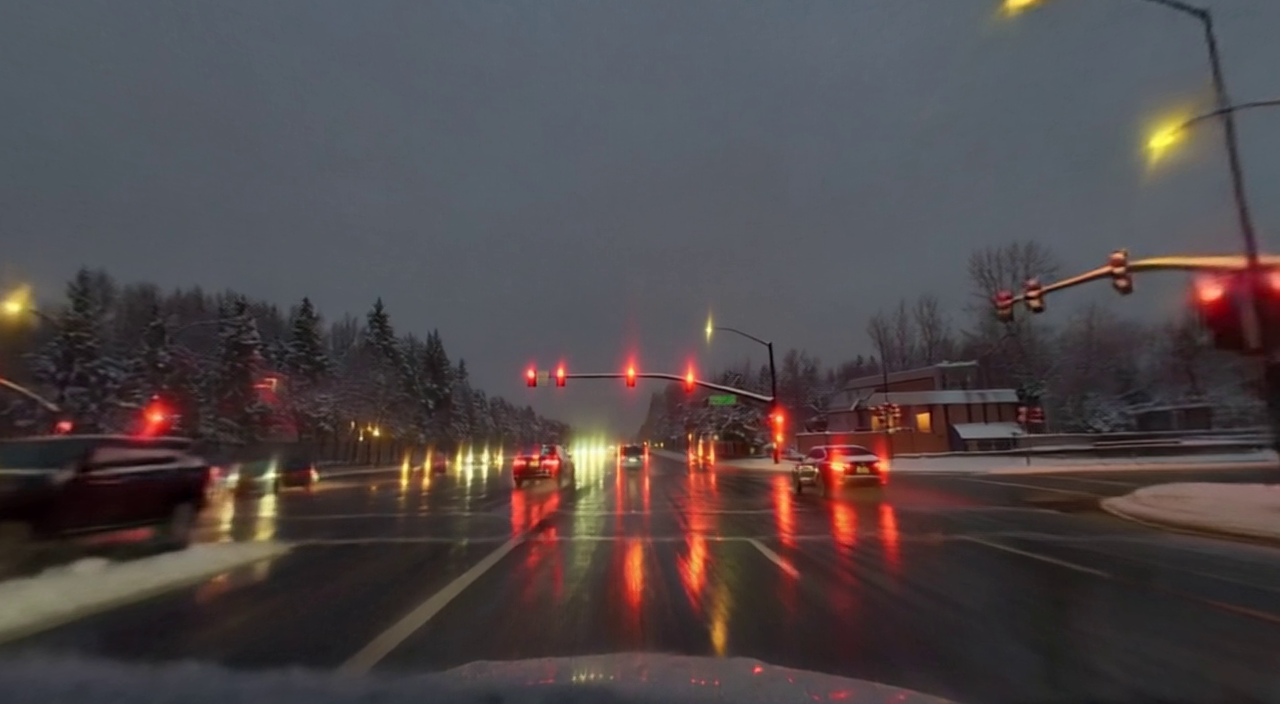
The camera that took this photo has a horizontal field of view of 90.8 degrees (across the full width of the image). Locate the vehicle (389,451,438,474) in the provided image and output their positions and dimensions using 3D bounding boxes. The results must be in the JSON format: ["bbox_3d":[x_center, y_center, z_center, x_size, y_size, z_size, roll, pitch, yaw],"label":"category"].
[{"bbox_3d":[-15.783,7.703,44.250,1.893,1.429,4.188,0,-8,0],"label":"vehicle"}]

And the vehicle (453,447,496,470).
[{"bbox_3d":[-12.205,7.870,46.831,1.975,1.450,4.561,-4,-8,-1],"label":"vehicle"}]

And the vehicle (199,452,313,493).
[{"bbox_3d":[-15.874,4.969,26.472,1.924,1.486,4.511,0,-8,0],"label":"vehicle"}]

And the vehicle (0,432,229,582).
[{"bbox_3d":[-7.409,1.714,7.450,2.013,1.488,4.596,0,-8,0],"label":"vehicle"}]

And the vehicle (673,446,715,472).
[{"bbox_3d":[3.148,6.283,37.506,2.014,1.430,4.103,1,-8,-2],"label":"vehicle"}]

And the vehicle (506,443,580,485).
[{"bbox_3d":[-3.753,4.414,25.275,2.163,1.474,4.413,0,-8,1],"label":"vehicle"}]

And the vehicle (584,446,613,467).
[{"bbox_3d":[-3.173,8.054,48.966,2.002,1.502,4.057,0,-8,-1],"label":"vehicle"}]

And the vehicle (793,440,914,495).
[{"bbox_3d":[6.327,3.463,19.403,2.028,1.451,4.625,0,-8,-1],"label":"vehicle"}]

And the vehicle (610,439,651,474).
[{"bbox_3d":[-0.439,5.473,33.270,2.008,1.716,4.125,0,-8,0],"label":"vehicle"}]
